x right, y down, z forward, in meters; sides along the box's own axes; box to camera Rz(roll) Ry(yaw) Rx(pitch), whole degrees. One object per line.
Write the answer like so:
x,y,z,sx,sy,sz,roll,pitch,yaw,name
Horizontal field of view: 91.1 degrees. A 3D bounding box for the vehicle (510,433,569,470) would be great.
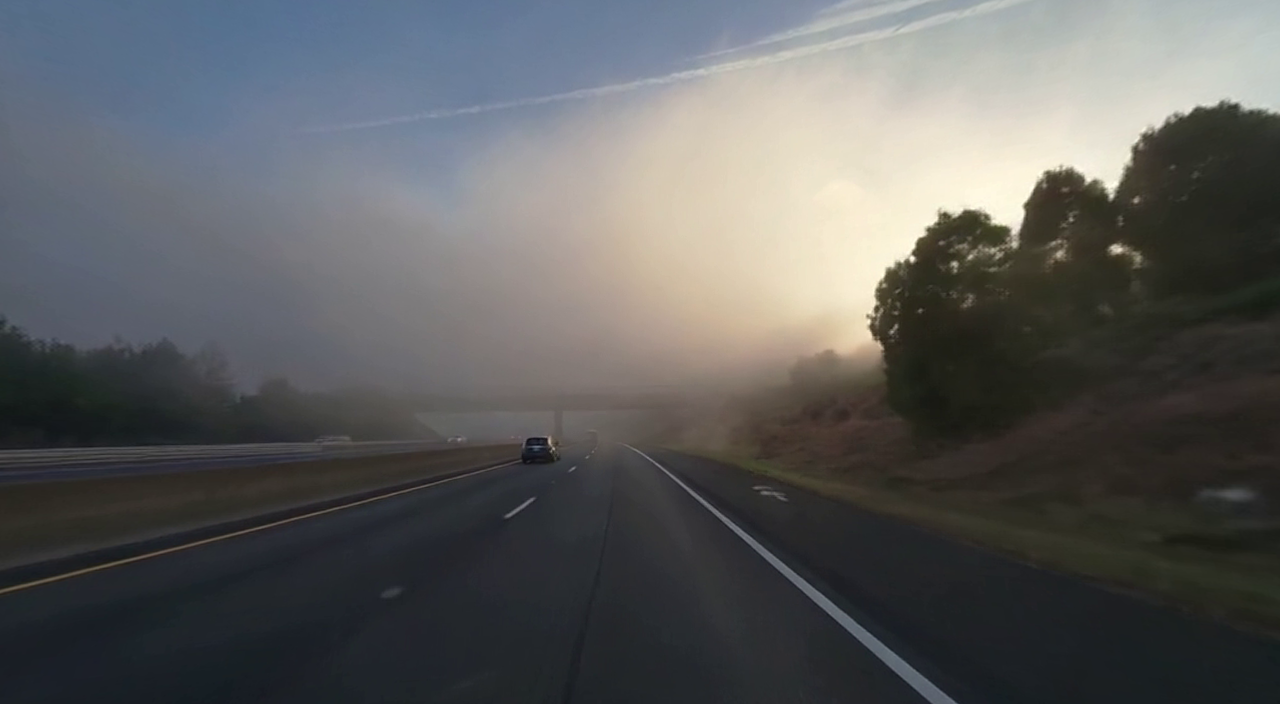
-4.429,4.418,28.302,2.005,1.509,4.260,0,-8,-1,vehicle
